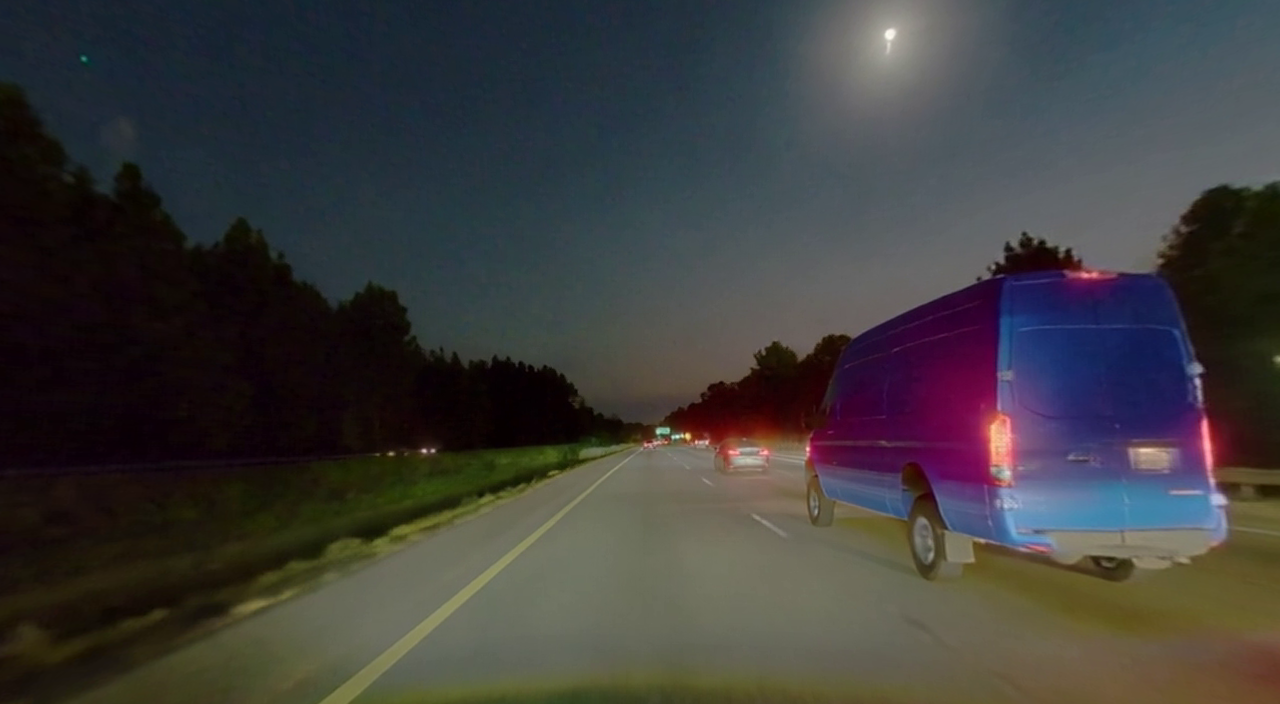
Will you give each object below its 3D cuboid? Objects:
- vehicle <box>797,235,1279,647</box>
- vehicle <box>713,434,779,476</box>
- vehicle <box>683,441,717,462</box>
[{"bbox_3d":[3.653,0.948,7.057,2.302,2.670,5.912,0,-8,1],"label":"vehicle"},{"bbox_3d":[4.470,4.405,27.218,2.034,1.651,4.342,0,-8,0],"label":"vehicle"},{"bbox_3d":[4.374,7.311,46.363,2.050,1.448,4.123,0,-8,-1],"label":"vehicle"}]
